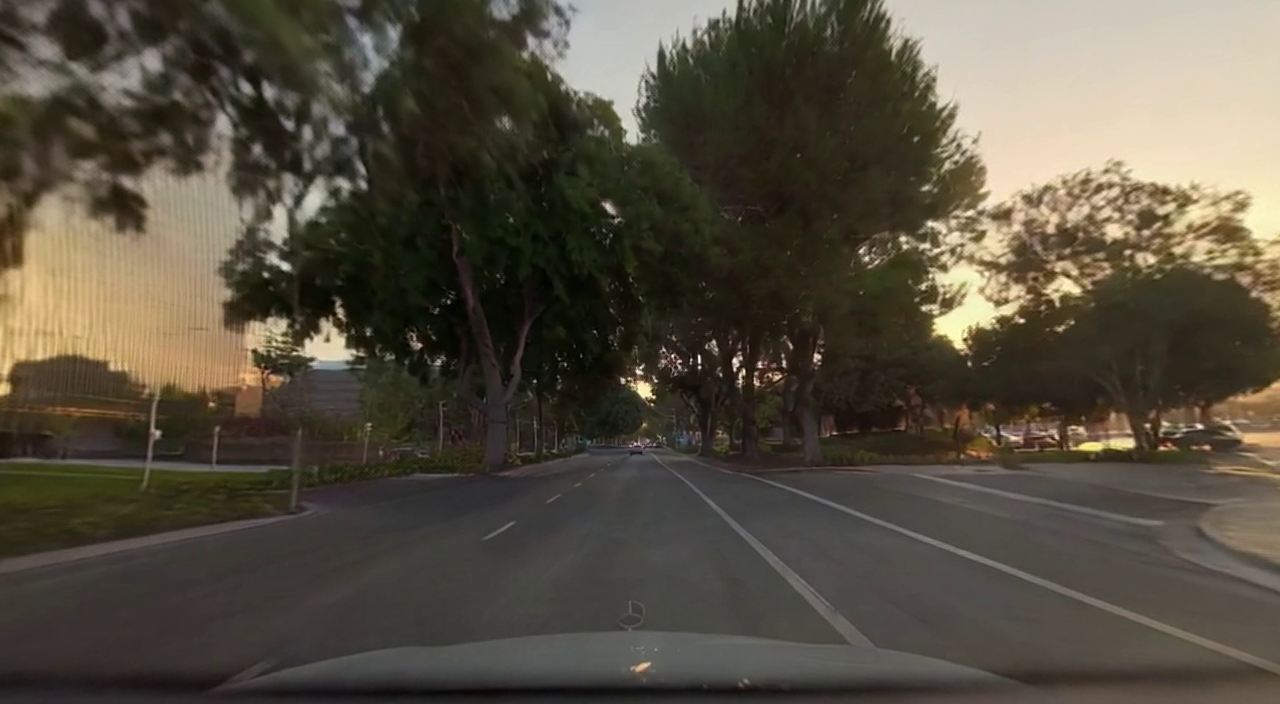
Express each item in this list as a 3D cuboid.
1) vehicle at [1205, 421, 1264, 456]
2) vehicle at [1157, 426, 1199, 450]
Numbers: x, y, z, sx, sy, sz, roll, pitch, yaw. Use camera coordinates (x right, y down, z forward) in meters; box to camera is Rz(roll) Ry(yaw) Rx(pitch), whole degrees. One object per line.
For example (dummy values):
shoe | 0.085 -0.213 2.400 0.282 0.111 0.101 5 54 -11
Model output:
vehicle | 32.228 4.775 34.256 1.856 1.730 4.156 -9 -13 38
vehicle | 35.246 5.644 41.324 1.828 1.443 3.905 -7 -10 38
